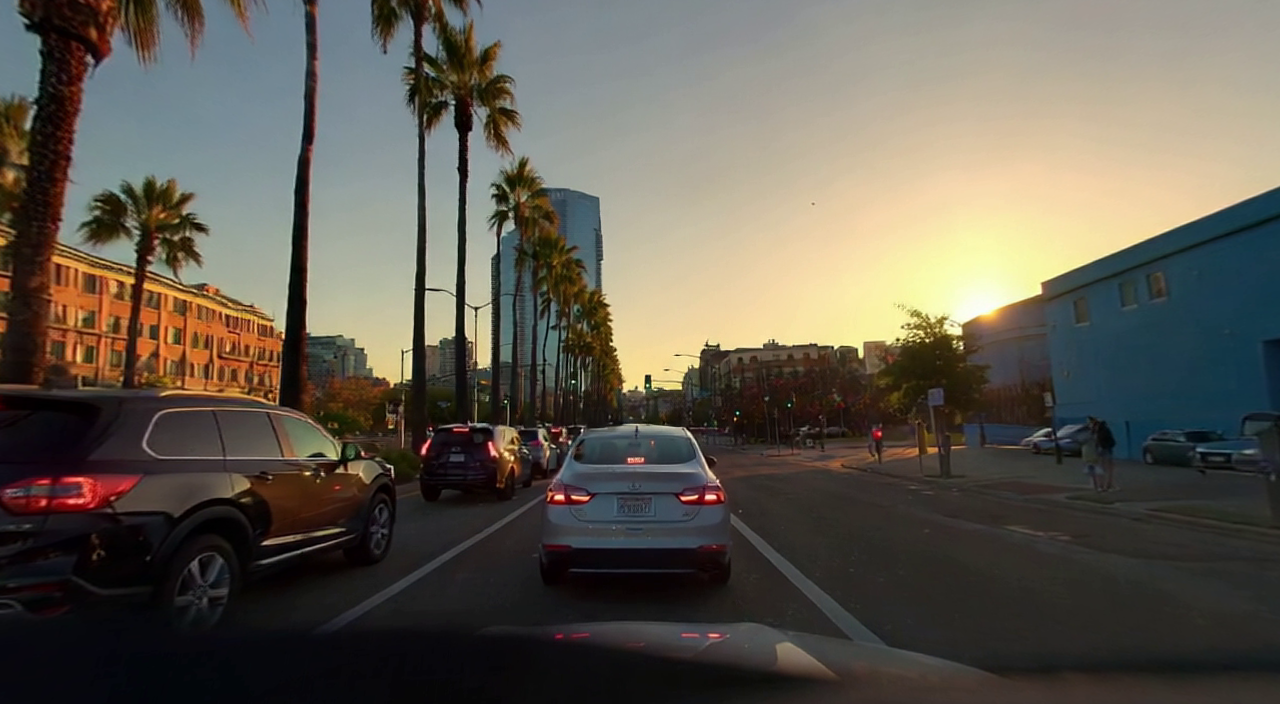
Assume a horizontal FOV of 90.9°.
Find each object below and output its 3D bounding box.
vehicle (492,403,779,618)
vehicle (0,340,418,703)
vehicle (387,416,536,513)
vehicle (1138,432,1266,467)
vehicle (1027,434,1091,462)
[{"bbox_3d":[-0.060,1.493,6.889,2.114,1.585,4.285,0,-8,-1],"label":"vehicle"},{"bbox_3d":[-3.533,1.124,5.091,1.914,1.741,4.398,0,-8,-1],"label":"vehicle"},{"bbox_3d":[-3.464,2.267,13.116,1.840,1.684,4.041,0,-8,1],"label":"vehicle"},{"bbox_3d":[25.462,4.418,28.677,3.914,1.427,1.779,-2,-8,5],"label":"vehicle"},{"bbox_3d":[26.280,6.061,39.705,1.882,1.672,3.957,-2,-9,11],"label":"vehicle"}]
